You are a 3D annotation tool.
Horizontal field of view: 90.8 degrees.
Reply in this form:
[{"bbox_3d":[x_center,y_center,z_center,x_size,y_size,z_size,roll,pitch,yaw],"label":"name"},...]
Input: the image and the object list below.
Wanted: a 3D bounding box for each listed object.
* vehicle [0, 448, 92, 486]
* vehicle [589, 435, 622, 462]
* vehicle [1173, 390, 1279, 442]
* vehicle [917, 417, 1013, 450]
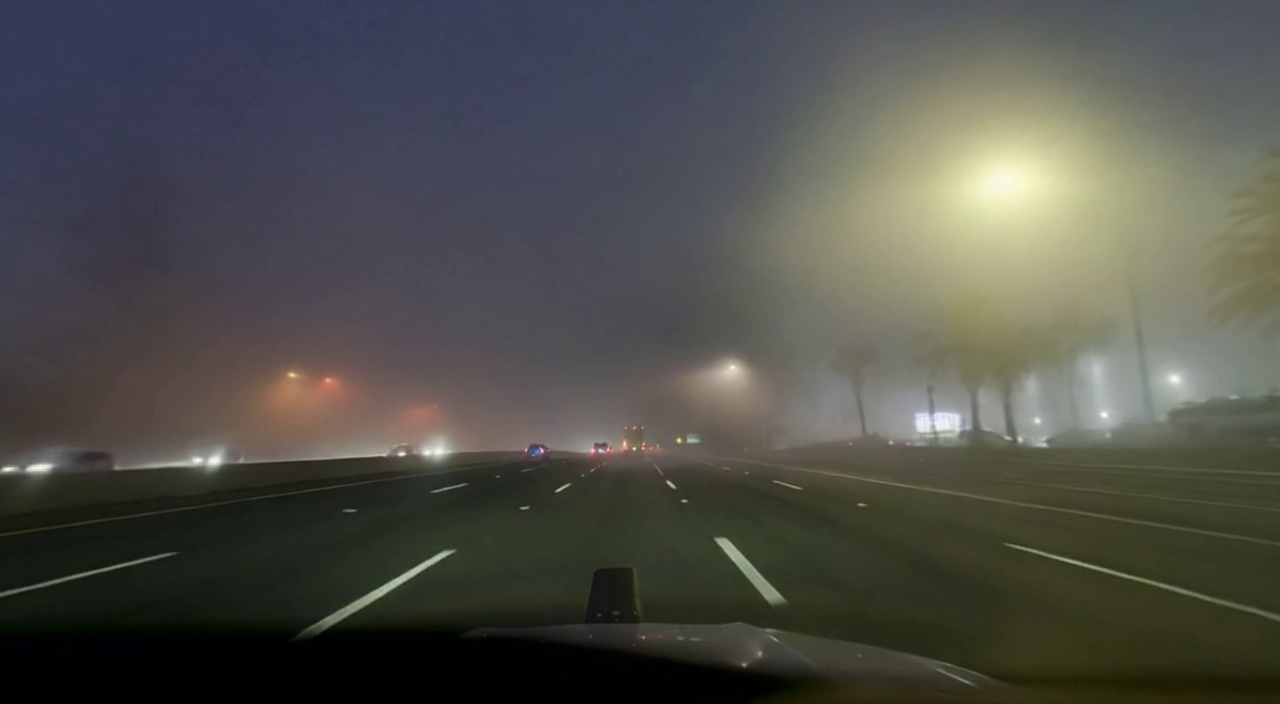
[{"bbox_3d":[-29.857,5.489,30.537,2.081,1.670,5.157,0,-9,0],"label":"vehicle"},{"bbox_3d":[-2.659,7.638,49.827,2.390,2.007,4.901,0,-9,-1],"label":"vehicle"},{"bbox_3d":[23.259,2.390,23.151,5.484,1.783,2.076,0,-9,-1],"label":"vehicle"},{"bbox_3d":[23.736,5.989,46.279,5.716,2.092,2.177,-2,-11,-4],"label":"vehicle"}]
